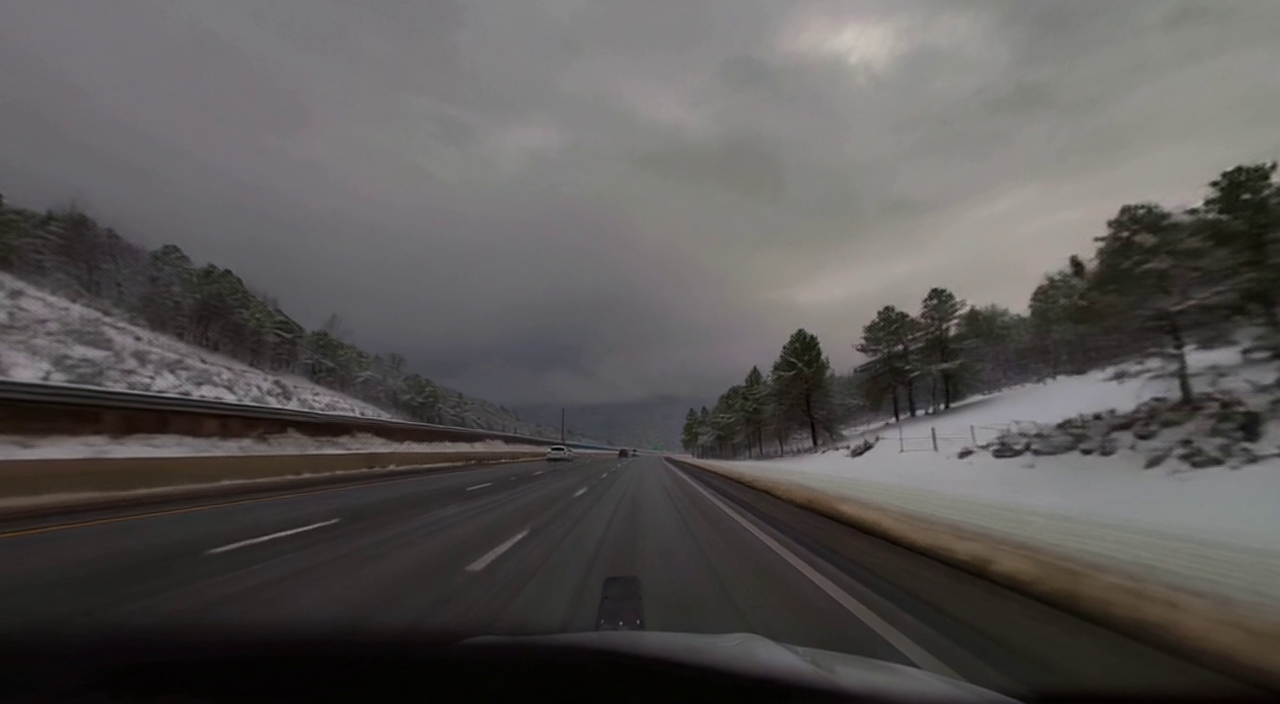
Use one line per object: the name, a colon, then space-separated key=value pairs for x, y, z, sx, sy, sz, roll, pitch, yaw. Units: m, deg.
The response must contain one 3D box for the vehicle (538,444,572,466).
vehicle: x=-6.663 y=8.120 z=49.738 sx=2.042 sy=1.585 sz=4.162 roll=0 pitch=-9 yaw=0
